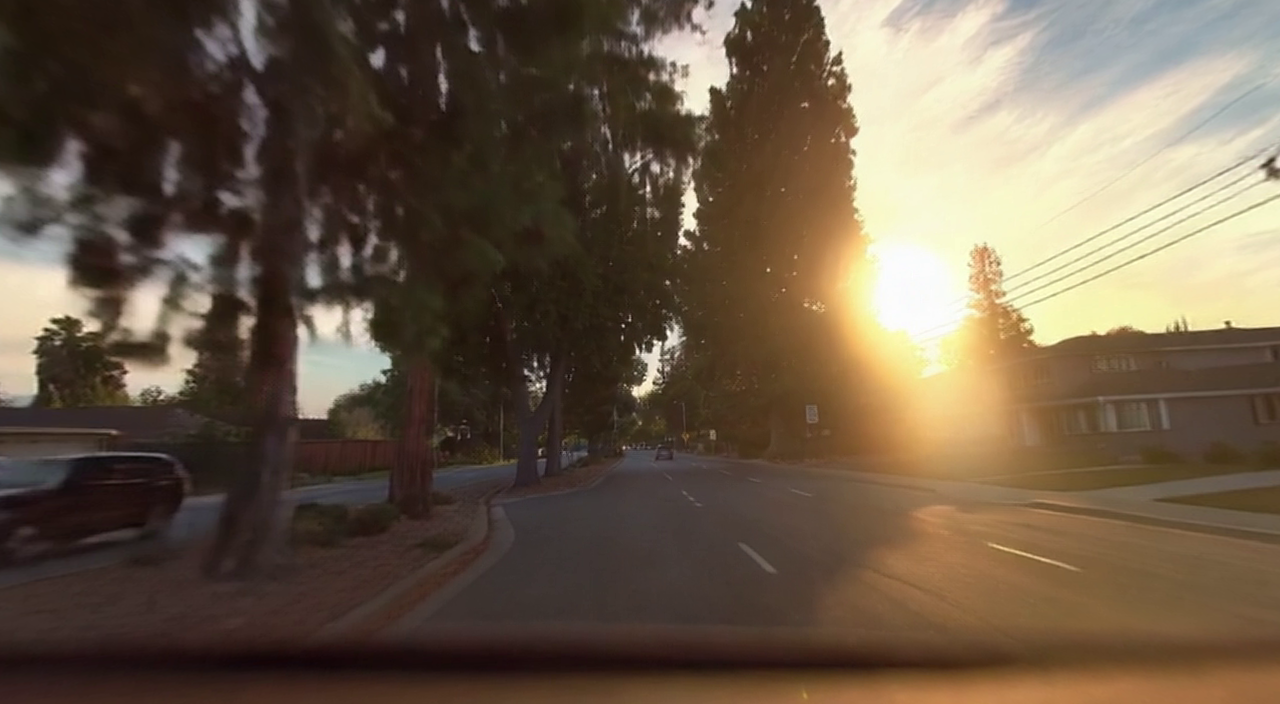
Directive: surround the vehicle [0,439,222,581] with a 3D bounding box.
[{"bbox_3d":[-8.921,2.259,9.808,1.964,1.722,4.403,0,-9,-3],"label":"vehicle"}]
